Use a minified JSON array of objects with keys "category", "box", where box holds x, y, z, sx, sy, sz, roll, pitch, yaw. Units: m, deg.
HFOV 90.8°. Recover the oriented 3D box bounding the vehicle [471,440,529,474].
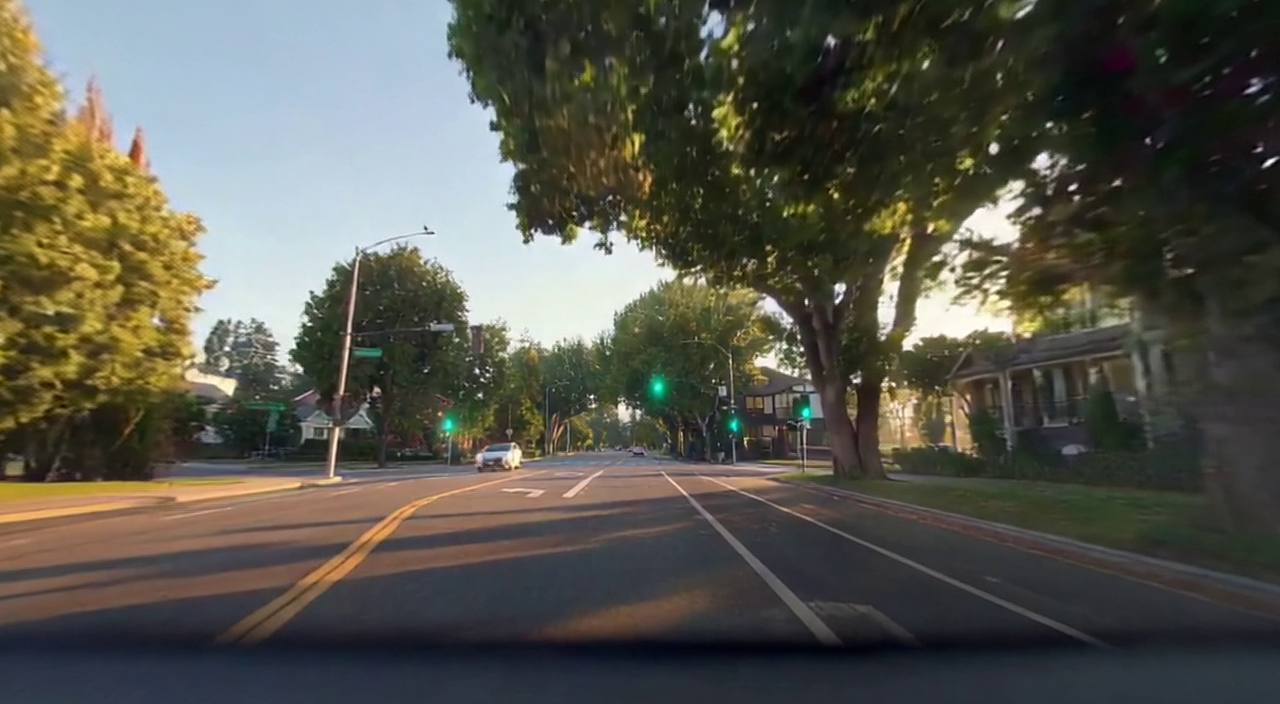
[{"category":"vehicle","box":[-7.561,5.695,34.485,2.091,1.727,4.413,0,-8,1]}]
